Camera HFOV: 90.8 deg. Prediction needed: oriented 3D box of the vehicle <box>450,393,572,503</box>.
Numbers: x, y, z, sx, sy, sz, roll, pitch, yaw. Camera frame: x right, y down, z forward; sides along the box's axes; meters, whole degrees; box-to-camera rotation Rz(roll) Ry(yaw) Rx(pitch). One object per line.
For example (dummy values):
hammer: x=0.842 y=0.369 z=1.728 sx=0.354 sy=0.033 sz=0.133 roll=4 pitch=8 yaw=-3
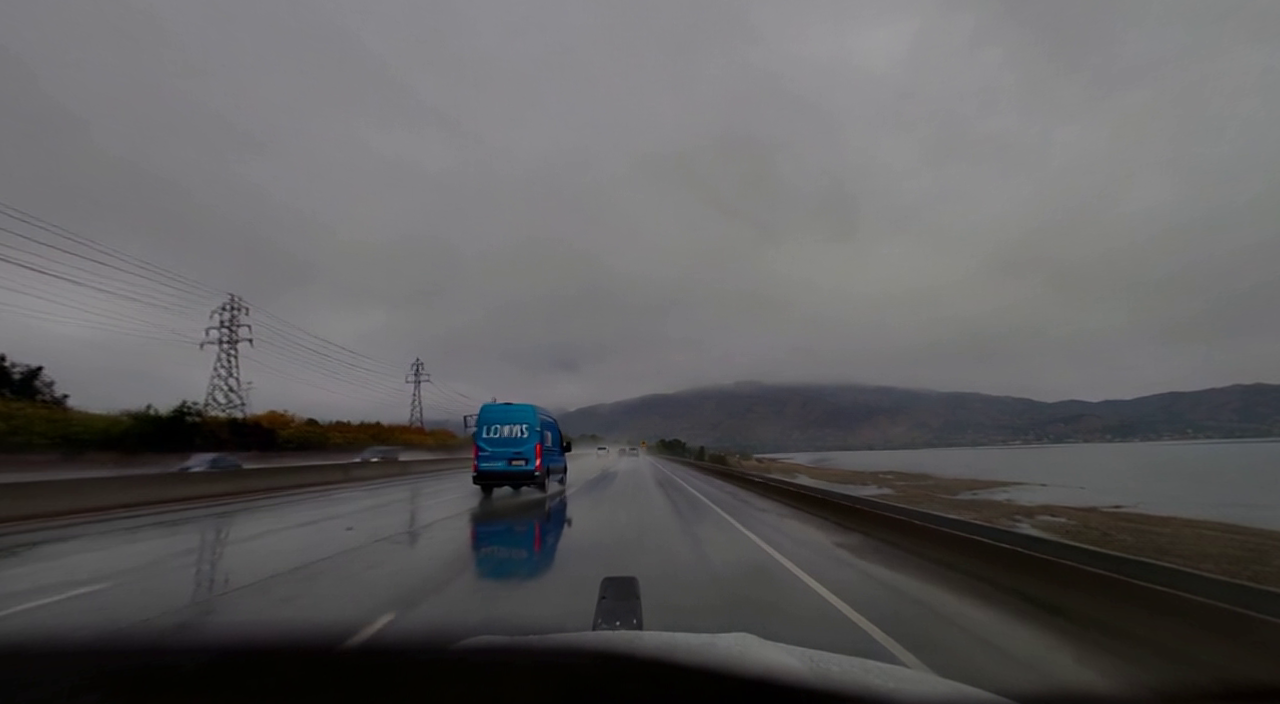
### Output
vehicle: x=-3.634 y=2.921 z=19.413 sx=2.331 sy=2.757 sz=6.581 roll=-1 pitch=-9 yaw=0

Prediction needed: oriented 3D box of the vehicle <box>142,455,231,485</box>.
vehicle: x=-28.007 y=7.259 z=39.230 sx=1.936 sy=1.615 sz=4.824 roll=-1 pitch=-9 yaw=0
